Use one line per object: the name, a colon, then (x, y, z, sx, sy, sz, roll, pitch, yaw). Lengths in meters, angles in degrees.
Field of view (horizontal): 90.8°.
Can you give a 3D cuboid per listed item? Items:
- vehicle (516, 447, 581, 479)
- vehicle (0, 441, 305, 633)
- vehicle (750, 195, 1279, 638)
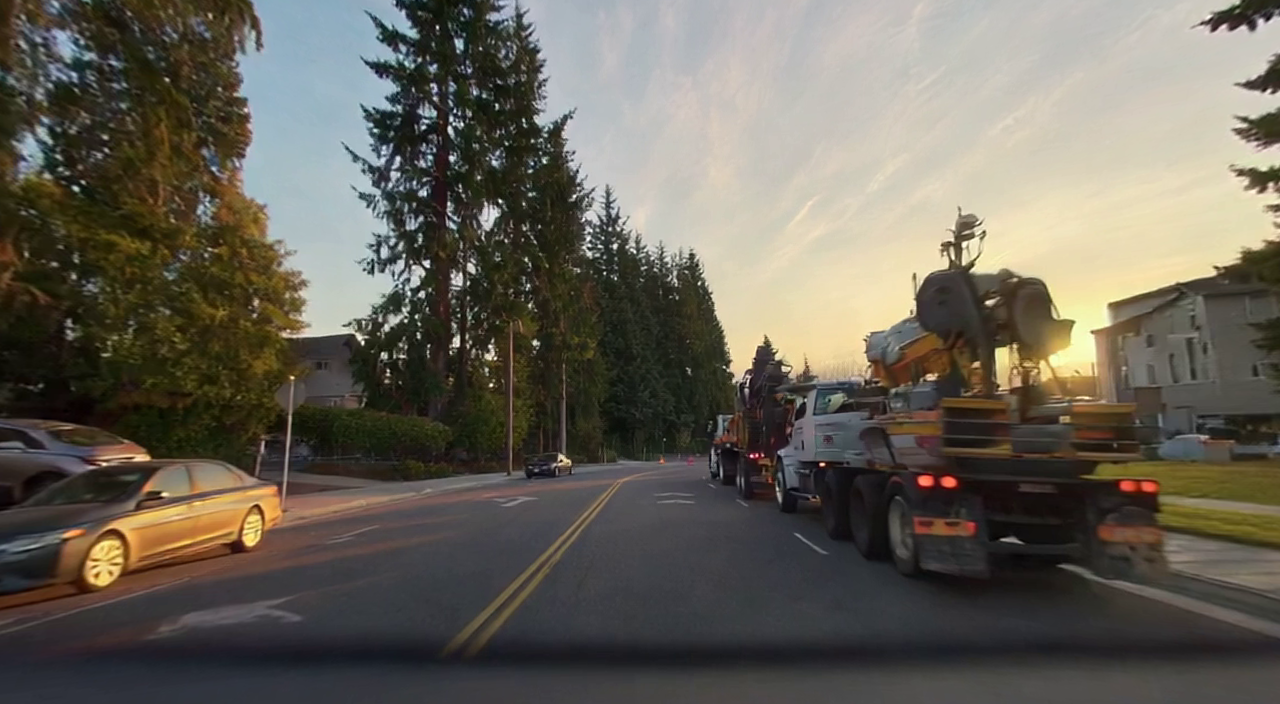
vehicle: (-4.480, 5.502, 31.584, 1.930, 1.487, 4.213, -2, -9, 11)
vehicle: (-6.083, 1.839, 7.413, 1.820, 1.528, 4.425, 1, -9, 0)
vehicle: (3.889, 0.997, 9.096, 3.107, 3.379, 8.460, -1, -8, 1)
